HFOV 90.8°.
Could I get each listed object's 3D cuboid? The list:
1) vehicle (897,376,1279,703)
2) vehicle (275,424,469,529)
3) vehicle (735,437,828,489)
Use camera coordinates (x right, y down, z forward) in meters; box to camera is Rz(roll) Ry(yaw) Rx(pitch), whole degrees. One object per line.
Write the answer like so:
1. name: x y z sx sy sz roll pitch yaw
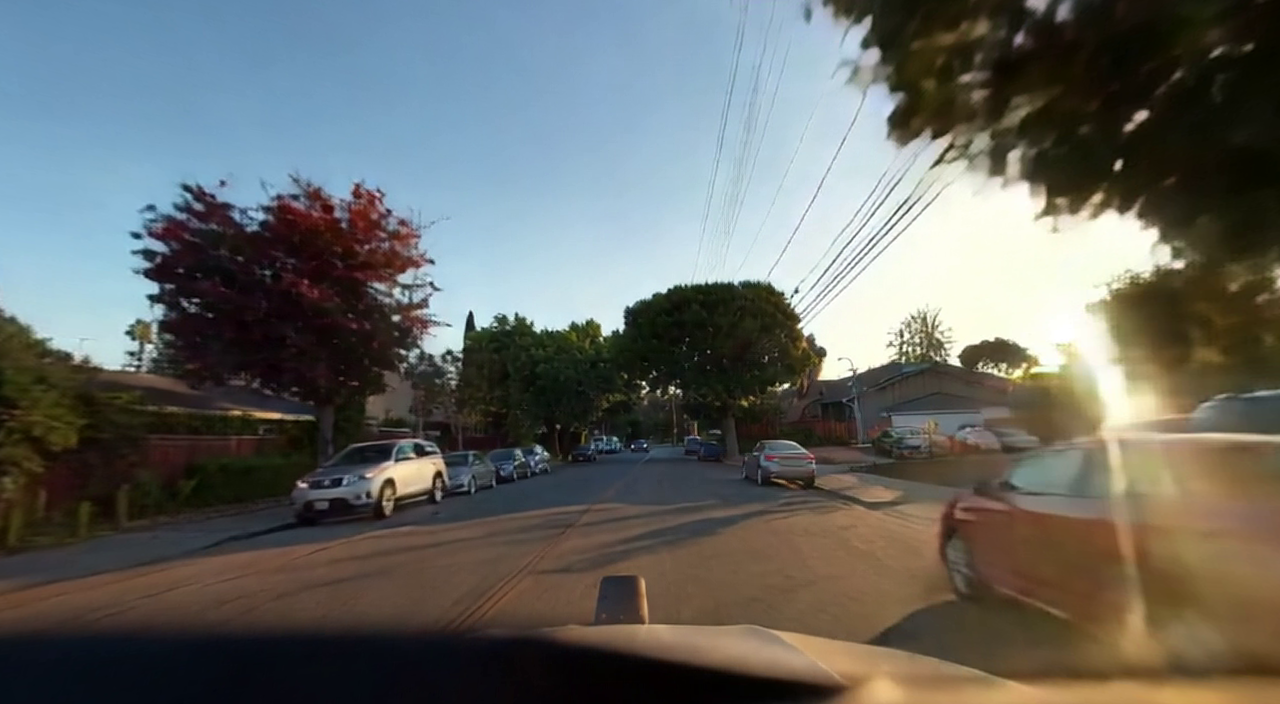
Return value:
1. vehicle: 3.626 1.160 4.259 1.940 1.593 4.641 0 -9 2
2. vehicle: -5.820 2.758 14.635 2.192 1.873 4.985 -3 -9 2
3. vehicle: 4.504 3.616 20.995 2.108 1.493 4.878 0 -9 2
